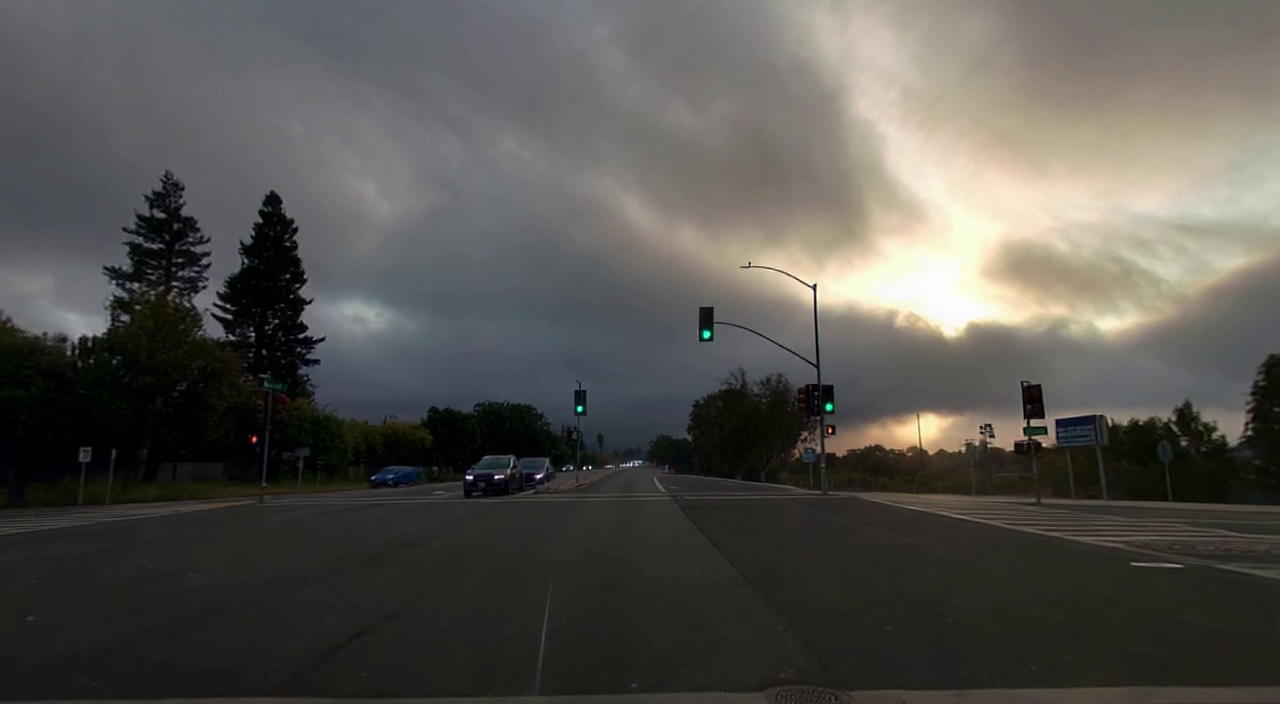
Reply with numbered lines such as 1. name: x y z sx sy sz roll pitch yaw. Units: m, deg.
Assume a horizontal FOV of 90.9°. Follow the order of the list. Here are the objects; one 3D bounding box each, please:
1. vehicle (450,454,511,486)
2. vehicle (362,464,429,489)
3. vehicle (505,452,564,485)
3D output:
1. vehicle: -8.034 5.978 32.095 1.960 1.433 4.213 0 -8 1
2. vehicle: -17.230 8.796 44.652 2.029 1.500 4.491 -3 -9 18
3. vehicle: -5.247 5.872 32.104 2.107 1.456 4.728 0 -8 1
